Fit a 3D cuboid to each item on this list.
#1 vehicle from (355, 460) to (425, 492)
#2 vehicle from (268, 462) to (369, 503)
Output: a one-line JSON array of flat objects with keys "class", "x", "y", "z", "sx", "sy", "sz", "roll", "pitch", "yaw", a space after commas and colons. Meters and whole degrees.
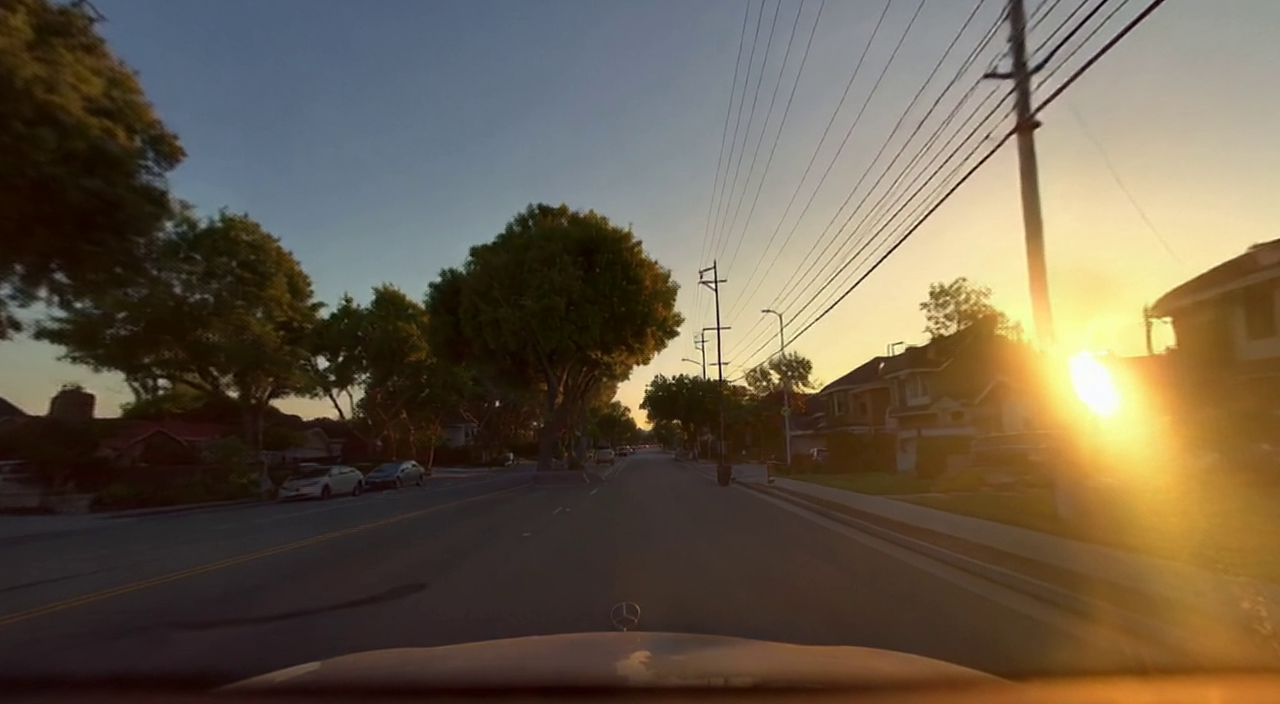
[{"class": "vehicle", "x": -13.438, "y": 6.700, "z": 34.285, "sx": 1.863, "sy": 1.481, "sz": 4.363, "roll": -3, "pitch": -9, "yaw": 3}, {"class": "vehicle", "x": -13.712, "y": 5.576, "z": 27.296, "sx": 1.936, "sy": 1.489, "sz": 4.311, "roll": -1, "pitch": -8, "yaw": 2}]
